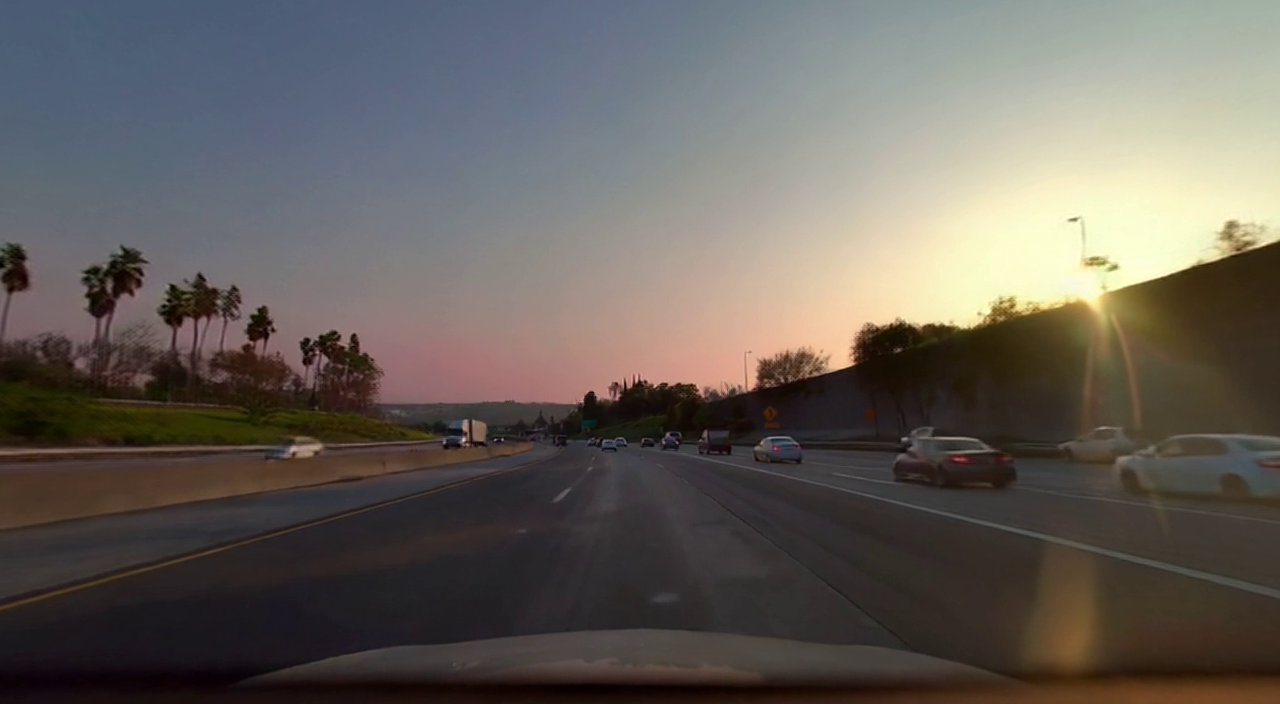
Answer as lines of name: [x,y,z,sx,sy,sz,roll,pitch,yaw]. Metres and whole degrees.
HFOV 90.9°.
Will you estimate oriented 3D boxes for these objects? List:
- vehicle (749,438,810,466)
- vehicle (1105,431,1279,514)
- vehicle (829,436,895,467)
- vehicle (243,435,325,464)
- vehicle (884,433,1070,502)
vehicle: [7.718,5.575,35.334,2.080,1.457,4.404,0,-8,-5]
vehicle: [13.146,2.608,14.164,1.903,1.571,4.455,0,-8,-1]
vehicle: [12.185,5.468,34.856,1.864,1.574,4.059,0,-8,-5]
vehicle: [-19.539,5.382,34.846,1.911,1.468,4.695,0,-8,-2]
vehicle: [8.326,2.876,16.212,2.092,1.478,4.647,0,-8,-2]
